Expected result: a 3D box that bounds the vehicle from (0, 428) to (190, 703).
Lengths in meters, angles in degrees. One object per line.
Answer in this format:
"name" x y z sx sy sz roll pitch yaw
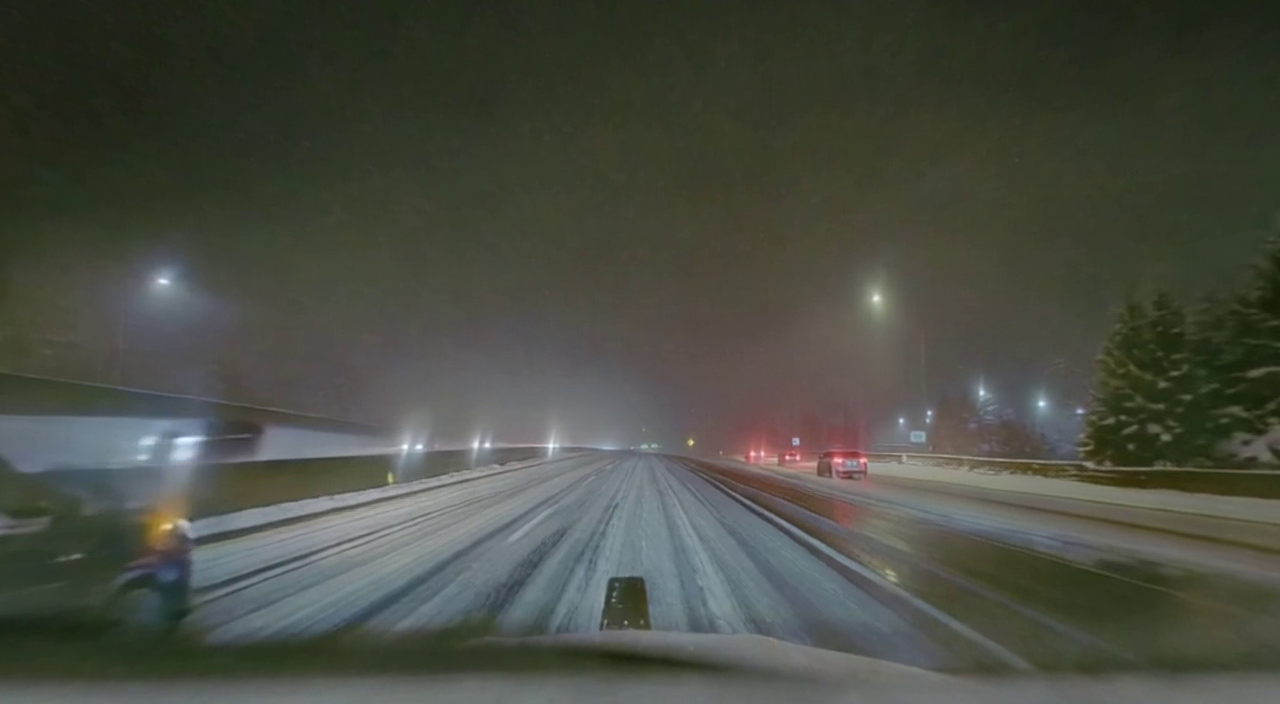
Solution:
"vehicle" -3.853 0.969 1.925 1.968 1.504 3.892 0 -8 2
